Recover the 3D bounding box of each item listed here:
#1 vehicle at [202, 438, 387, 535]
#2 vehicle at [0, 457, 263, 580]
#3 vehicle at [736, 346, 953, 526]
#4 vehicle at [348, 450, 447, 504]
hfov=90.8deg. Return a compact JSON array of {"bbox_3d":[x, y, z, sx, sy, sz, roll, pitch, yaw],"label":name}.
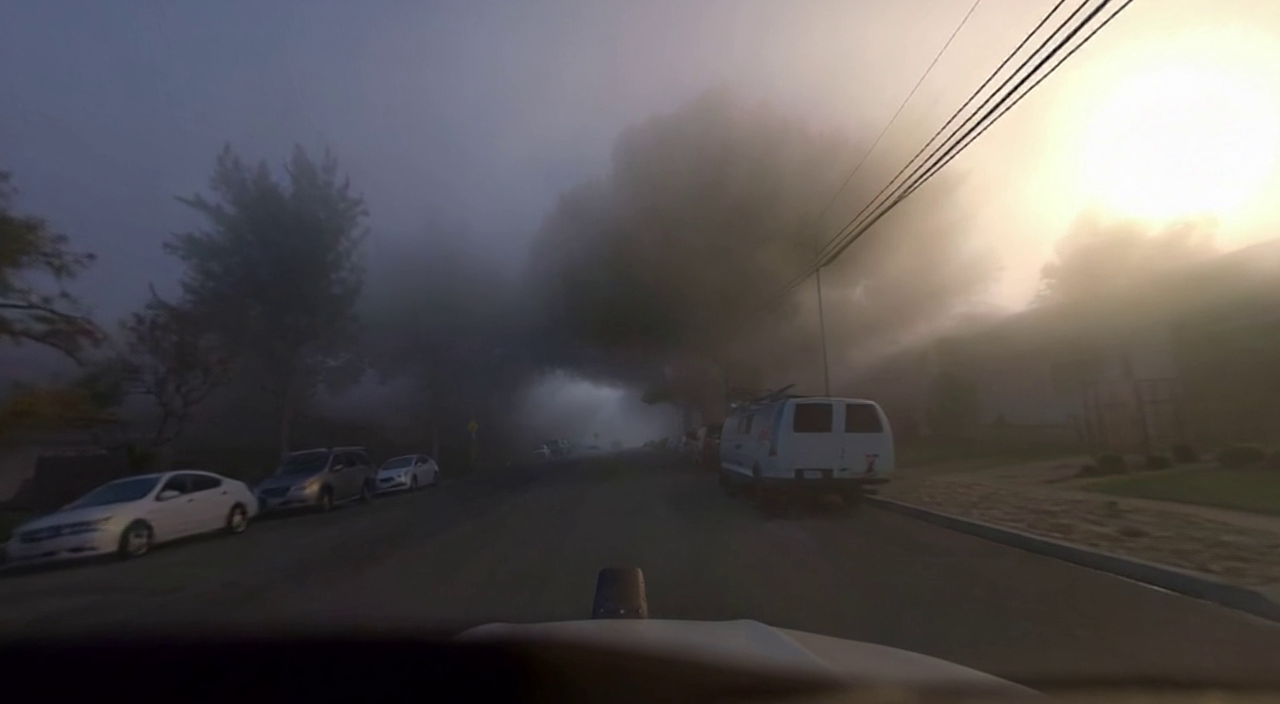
[{"bbox_3d":[-8.534,3.253,16.192,2.163,1.841,4.679,-6,-7,-1],"label":"vehicle"},{"bbox_3d":[-8.391,2.620,10.655,1.821,1.476,4.060,-5,-8,-4],"label":"vehicle"},{"bbox_3d":[3.072,1.413,10.584,2.233,2.453,3.787,0,-9,-1],"label":"vehicle"},{"bbox_3d":[-8.402,4.316,22.281,1.839,1.384,4.124,-7,-7,-2],"label":"vehicle"}]
